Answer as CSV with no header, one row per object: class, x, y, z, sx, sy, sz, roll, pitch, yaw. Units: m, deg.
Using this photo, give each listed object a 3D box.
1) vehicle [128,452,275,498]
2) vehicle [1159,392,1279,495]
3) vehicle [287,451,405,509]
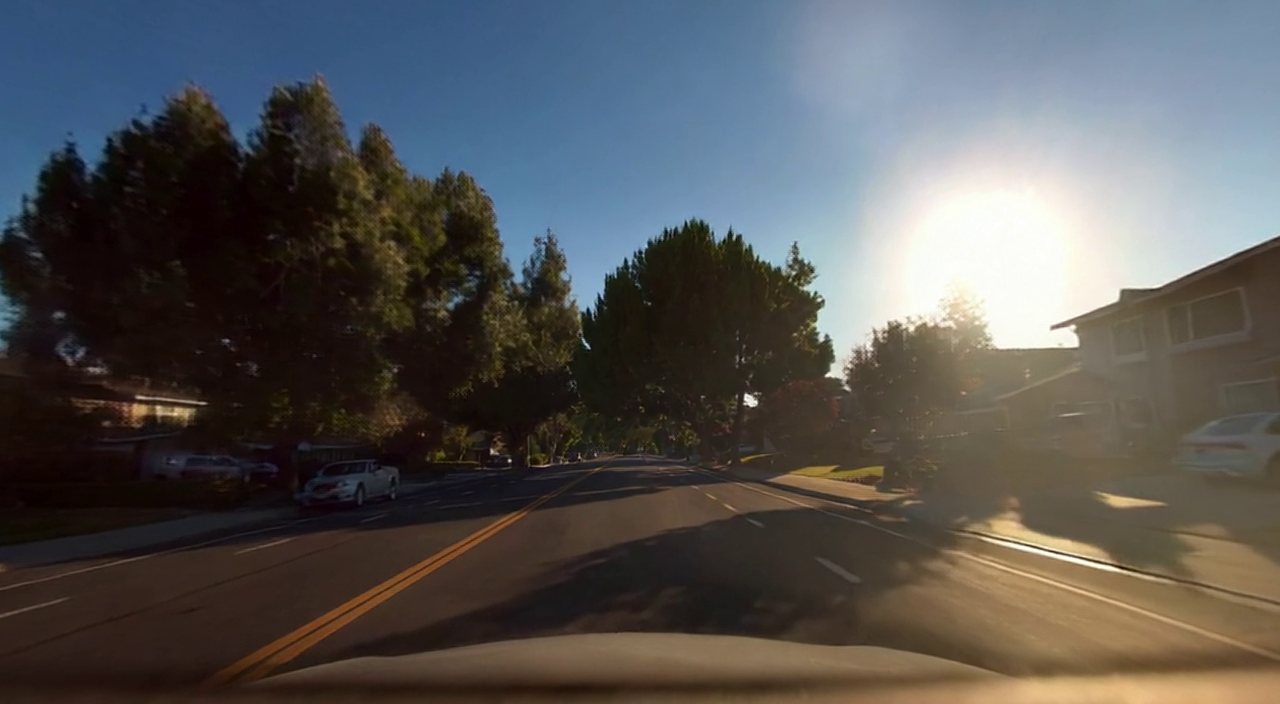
vehicle,-19.599,5.486,28.449,4.802,1.868,2.395,-1,-9,-2
vehicle,13.948,1.867,13.037,4.441,1.932,2.243,0,-8,-1
vehicle,-9.733,4.224,21.353,1.931,1.465,4.683,-5,-8,-3
